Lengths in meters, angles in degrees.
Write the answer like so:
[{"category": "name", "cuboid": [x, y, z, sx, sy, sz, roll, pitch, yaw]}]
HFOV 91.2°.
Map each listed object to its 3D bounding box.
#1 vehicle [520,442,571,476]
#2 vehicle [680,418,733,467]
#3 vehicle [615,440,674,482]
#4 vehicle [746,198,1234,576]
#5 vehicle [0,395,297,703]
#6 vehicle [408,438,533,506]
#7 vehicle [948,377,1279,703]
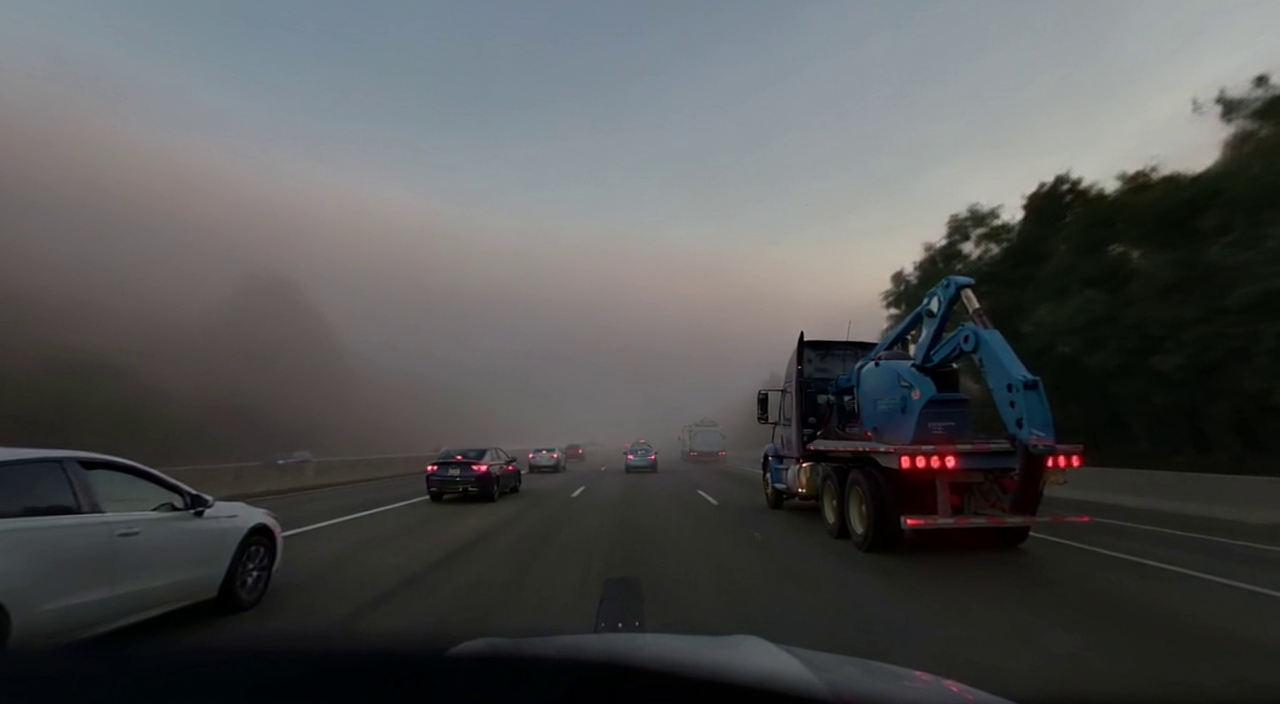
[{"category": "vehicle", "cuboid": [-4.524, 5.191, 30.514, 1.858, 1.527, 3.974, 0, -9, 1]}, {"category": "vehicle", "cuboid": [4.098, 5.822, 39.947, 2.416, 2.829, 7.016, 0, -9, -1]}, {"category": "vehicle", "cuboid": [0.126, 4.315, 24.958, 2.150, 1.498, 3.988, 0, -9, -1]}, {"category": "vehicle", "cuboid": [3.957, 0.900, 10.194, 2.975, 3.618, 8.456, 0, -9, 0]}, {"category": "vehicle", "cuboid": [-4.172, 1.093, 3.673, 1.978, 1.556, 4.119, 0, -9, 0]}, {"category": "vehicle", "cuboid": [-4.213, 3.067, 16.467, 1.880, 1.507, 4.757, 0, -9, 1]}, {"category": "vehicle", "cuboid": [4.052, 0.915, 2.616, 2.599, 1.631, 5.693, 0, -9, -1]}]
